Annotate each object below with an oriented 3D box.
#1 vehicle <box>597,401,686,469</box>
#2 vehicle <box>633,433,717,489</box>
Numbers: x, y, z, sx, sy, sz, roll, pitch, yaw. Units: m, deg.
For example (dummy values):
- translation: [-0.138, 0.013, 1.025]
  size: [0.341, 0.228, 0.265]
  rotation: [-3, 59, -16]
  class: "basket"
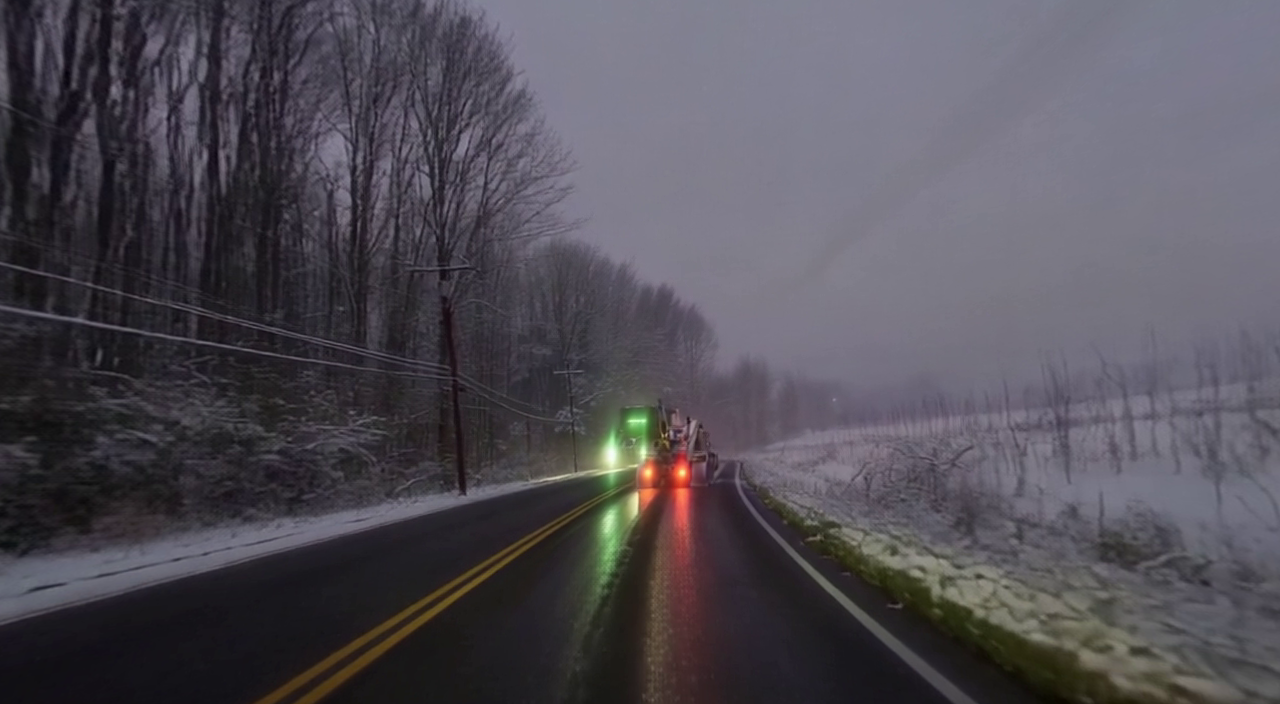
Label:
- translation: [0.312, 6.023, 44.674]
  size: [4.788, 4.368, 6.529]
  rotation: [-2, -11, 14]
  class: "vehicle"
- translation: [1.097, 3.208, 18.853]
  size: [2.196, 1.465, 4.294]
  rotation: [-1, -8, 5]
  class: "vehicle"
